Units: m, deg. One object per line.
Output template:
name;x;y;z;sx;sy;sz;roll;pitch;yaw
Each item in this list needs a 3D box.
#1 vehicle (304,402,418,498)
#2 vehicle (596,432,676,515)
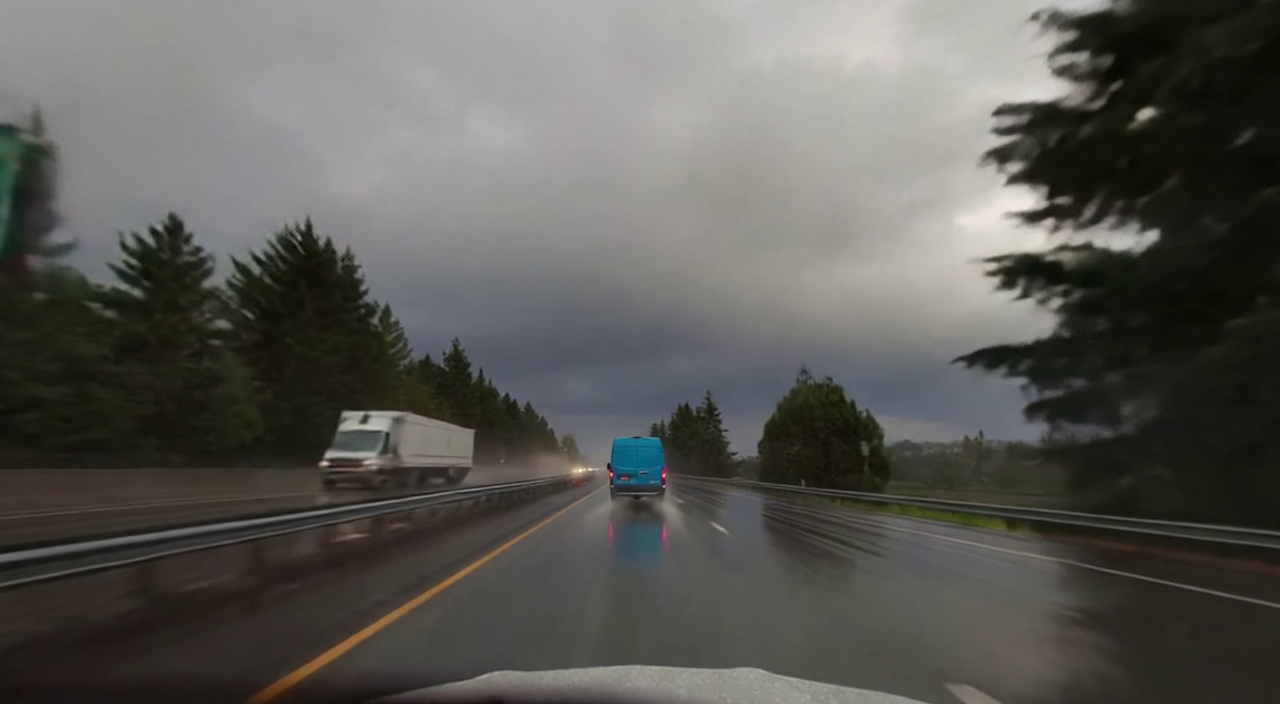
vehicle;-13.930;5.020;32.059;3.147;4.399;5.202;1;-10;0
vehicle;-0.249;4.194;21.969;2.375;2.432;6.161;1;-10;-2
